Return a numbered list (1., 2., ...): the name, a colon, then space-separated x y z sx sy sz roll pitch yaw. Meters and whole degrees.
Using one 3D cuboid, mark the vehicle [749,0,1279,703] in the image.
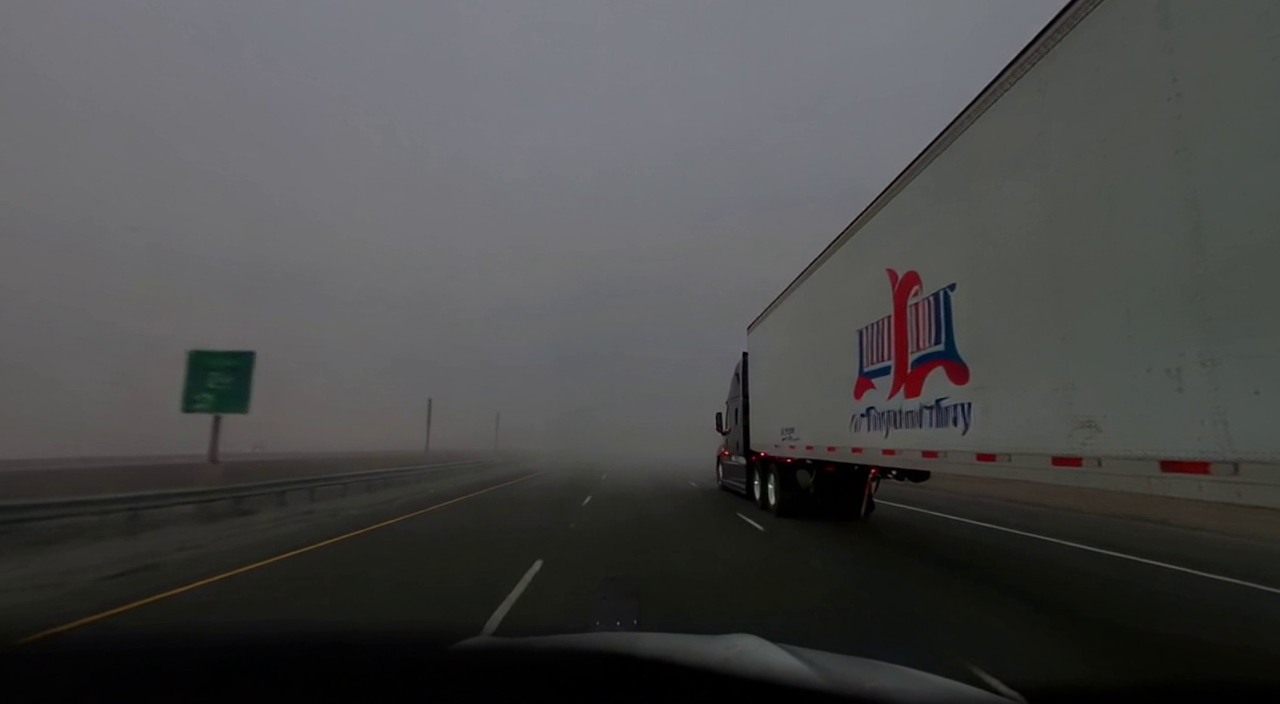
1. vehicle: 3.941 0.435 8.086 2.962 4.132 12.720 0 -8 1
